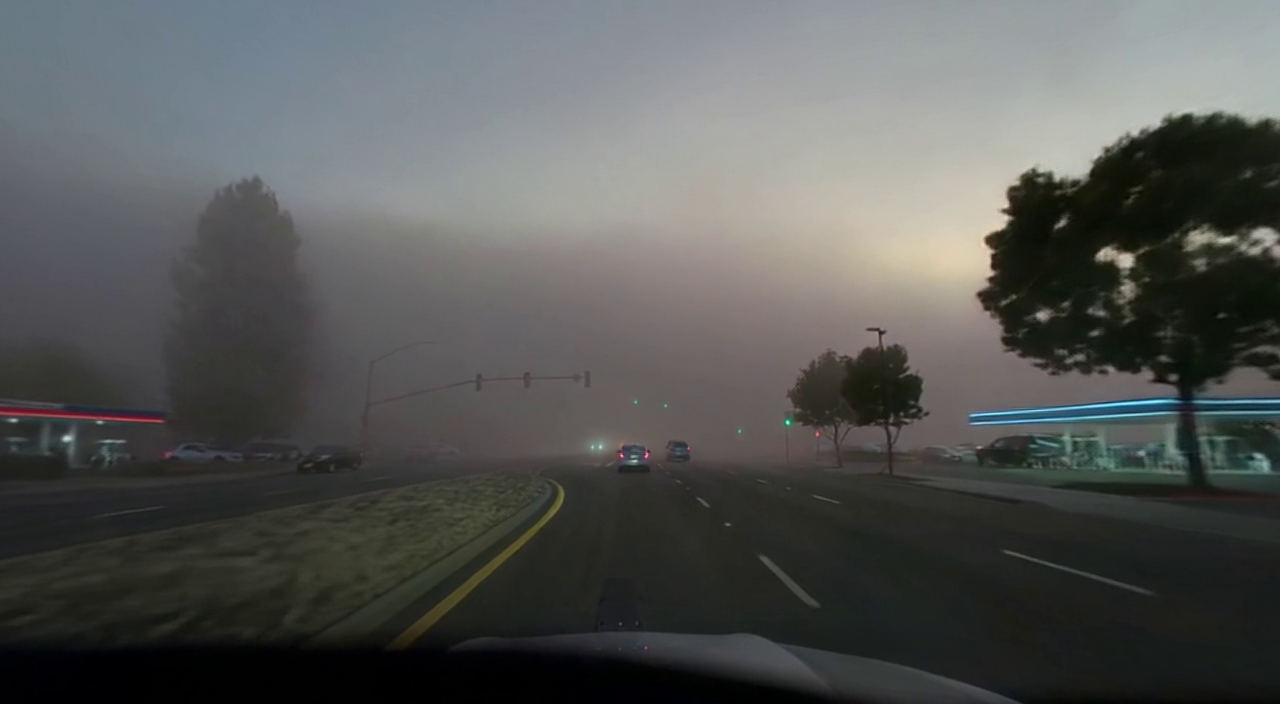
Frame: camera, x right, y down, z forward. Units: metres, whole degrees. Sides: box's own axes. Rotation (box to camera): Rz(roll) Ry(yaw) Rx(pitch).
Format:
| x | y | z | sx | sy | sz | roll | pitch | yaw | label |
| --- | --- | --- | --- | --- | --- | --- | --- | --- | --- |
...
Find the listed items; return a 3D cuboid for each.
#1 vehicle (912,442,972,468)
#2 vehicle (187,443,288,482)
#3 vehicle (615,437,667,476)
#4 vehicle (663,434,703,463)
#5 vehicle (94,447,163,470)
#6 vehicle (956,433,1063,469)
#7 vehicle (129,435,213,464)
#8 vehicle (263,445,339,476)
| x | y | z | sx | sy | sz | roll | pitch | yaw | label |
| --- | --- | --- | --- | --- | --- | --- | --- | --- | --- |
| 20.270 | 6.904 | 42.432 | 1.950 | 1.519 | 4.860 | -4 | -9 | 5 | vehicle |
| -19.163 | 5.265 | 30.220 | 1.967 | 1.680 | 4.396 | -1 | -9 | -1 | vehicle |
| 0.025 | 4.592 | 27.888 | 2.145 | 1.572 | 4.021 | 0 | -8 | -1 | vehicle |
| 3.348 | 7.663 | 49.994 | 2.731 | 2.101 | 6.047 | 0 | -8 | 0 | vehicle |
| -37.402 | 7.774 | 46.105 | 1.792 | 1.596 | 3.794 | 0 | -9 | 0 | vehicle |
| 20.437 | 5.544 | 35.255 | 2.254 | 1.804 | 5.953 | -1 | -9 | -1 | vehicle |
| -34.583 | 7.216 | 46.605 | 2.255 | 1.981 | 5.020 | 0 | -9 | 1 | vehicle |
| -19.143 | 6.117 | 35.752 | 1.920 | 1.638 | 4.299 | 0 | -8 | 0 | vehicle |
